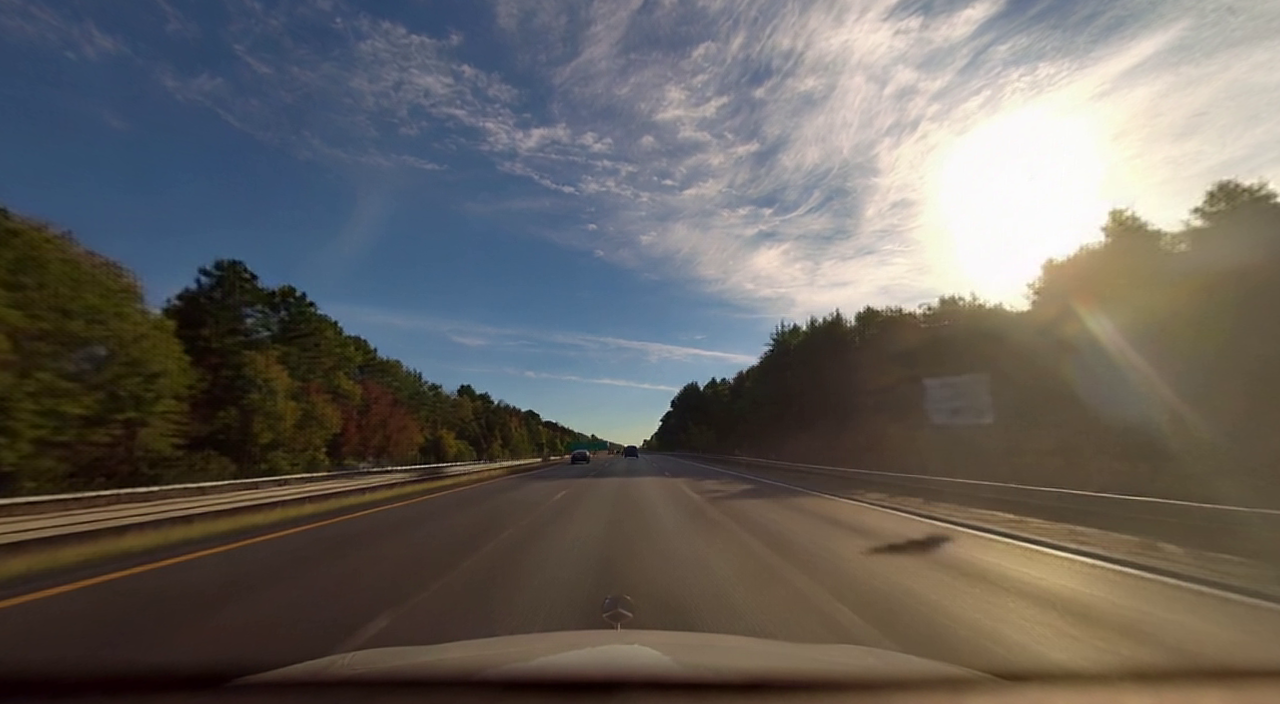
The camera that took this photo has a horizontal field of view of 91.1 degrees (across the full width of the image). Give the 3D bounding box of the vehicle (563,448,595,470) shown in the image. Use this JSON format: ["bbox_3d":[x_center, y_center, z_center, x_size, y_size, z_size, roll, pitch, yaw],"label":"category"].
[{"bbox_3d":[-4.372,7.716,45.692,1.970,1.492,3.944,0,-9,0],"label":"vehicle"}]
